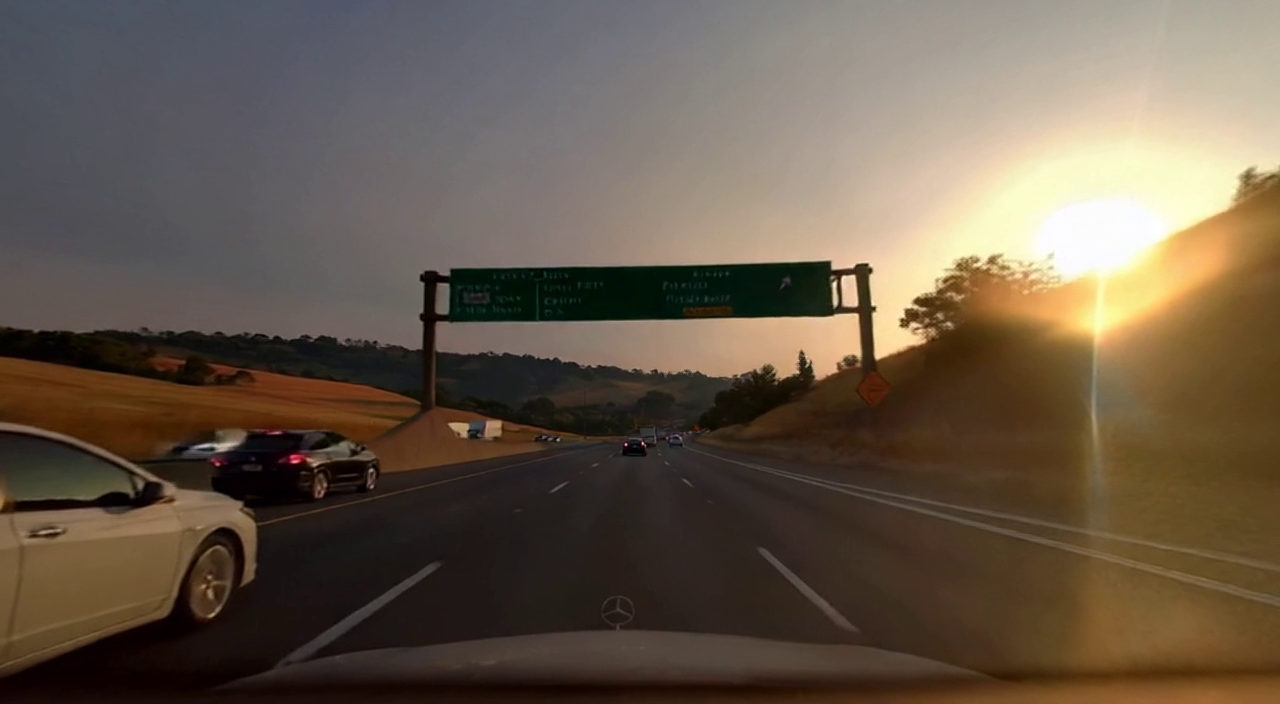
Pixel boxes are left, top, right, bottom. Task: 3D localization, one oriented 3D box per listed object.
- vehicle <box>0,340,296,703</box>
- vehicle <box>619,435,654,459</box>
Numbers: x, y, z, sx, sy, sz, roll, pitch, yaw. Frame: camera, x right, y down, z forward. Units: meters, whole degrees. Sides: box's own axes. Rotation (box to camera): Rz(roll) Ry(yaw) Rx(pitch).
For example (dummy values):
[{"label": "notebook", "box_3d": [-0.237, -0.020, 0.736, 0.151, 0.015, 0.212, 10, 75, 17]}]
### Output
[{"label": "vehicle", "box_3d": [-3.808, 0.819, 2.799, 2.070, 1.703, 4.452, 0, -8, -1]}, {"label": "vehicle", "box_3d": [-0.223, 6.126, 40.751, 2.140, 1.475, 3.969, 0, -8, -1]}]
